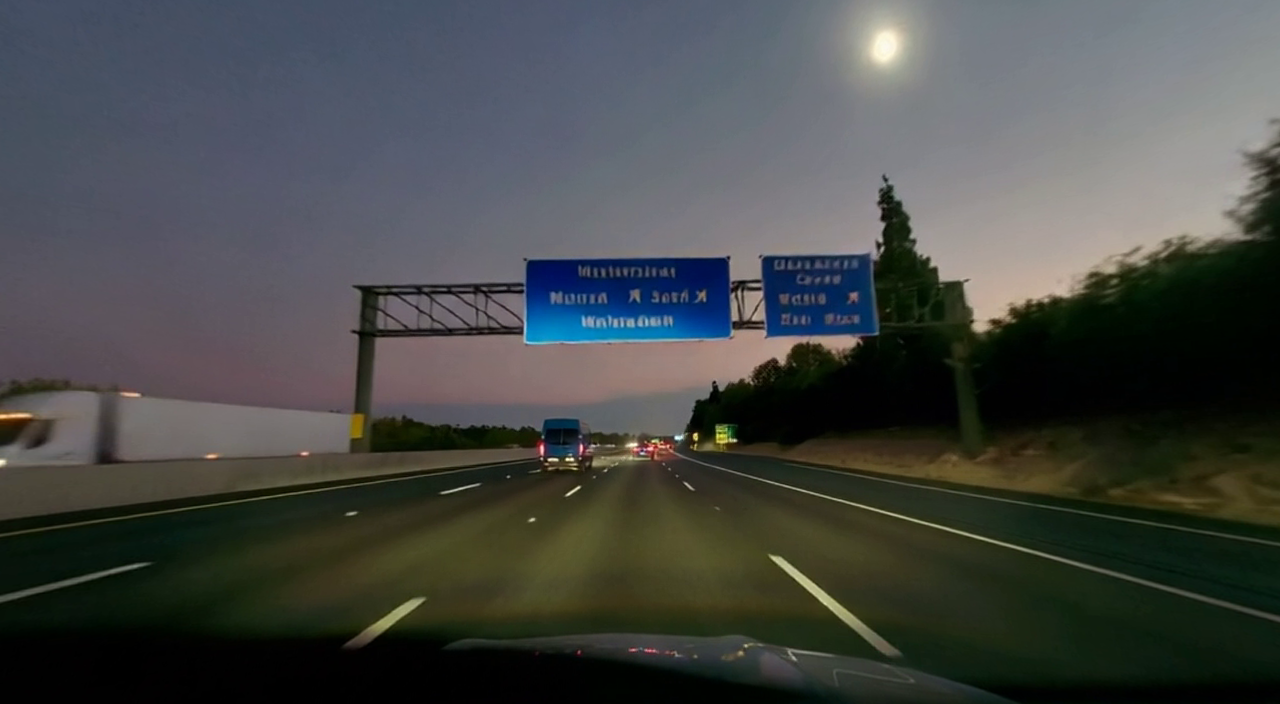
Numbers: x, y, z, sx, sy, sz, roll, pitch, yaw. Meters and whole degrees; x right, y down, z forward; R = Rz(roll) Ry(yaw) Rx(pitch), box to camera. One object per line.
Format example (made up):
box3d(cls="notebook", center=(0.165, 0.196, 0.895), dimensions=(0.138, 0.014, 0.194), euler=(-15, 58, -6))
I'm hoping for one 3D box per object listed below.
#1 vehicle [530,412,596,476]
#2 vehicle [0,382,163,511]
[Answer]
box3d(cls="vehicle", center=(-3.552, 4.469, 30.502), dimensions=(2.382, 2.736, 5.982), euler=(0, -9, 0))
box3d(cls="vehicle", center=(-20.369, 3.239, 21.727), dimensions=(2.966, 3.817, 5.992), euler=(0, -9, 0))
